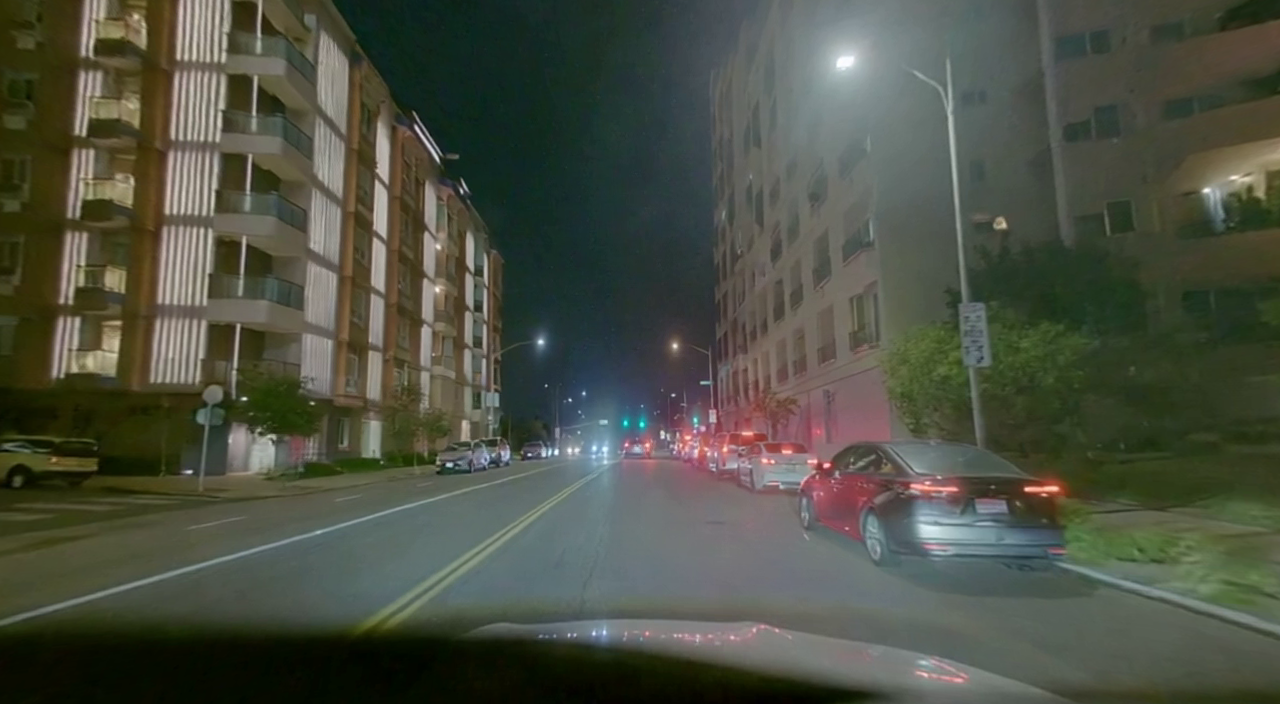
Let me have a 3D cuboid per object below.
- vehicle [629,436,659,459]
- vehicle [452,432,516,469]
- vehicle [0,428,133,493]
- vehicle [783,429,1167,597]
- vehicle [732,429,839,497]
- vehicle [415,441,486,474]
[{"bbox_3d":[0.270,7.507,49.692,2.261,1.740,4.065,0,-8,0],"label":"vehicle"},{"bbox_3d":[-9.287,5.904,38.087,2.457,2.048,5.461,0,-8,0],"label":"vehicle"},{"bbox_3d":[-17.182,2.992,17.545,4.278,1.667,2.085,0,-8,-1],"label":"vehicle"},{"bbox_3d":[3.486,1.765,8.008,2.107,1.439,4.938,0,-8,-1],"label":"vehicle"},{"bbox_3d":[3.731,2.892,16.721,1.946,1.607,3.082,0,-8,-3],"label":"vehicle"},{"bbox_3d":[-9.528,5.346,32.162,2.089,1.549,4.597,0,-8,1],"label":"vehicle"}]
